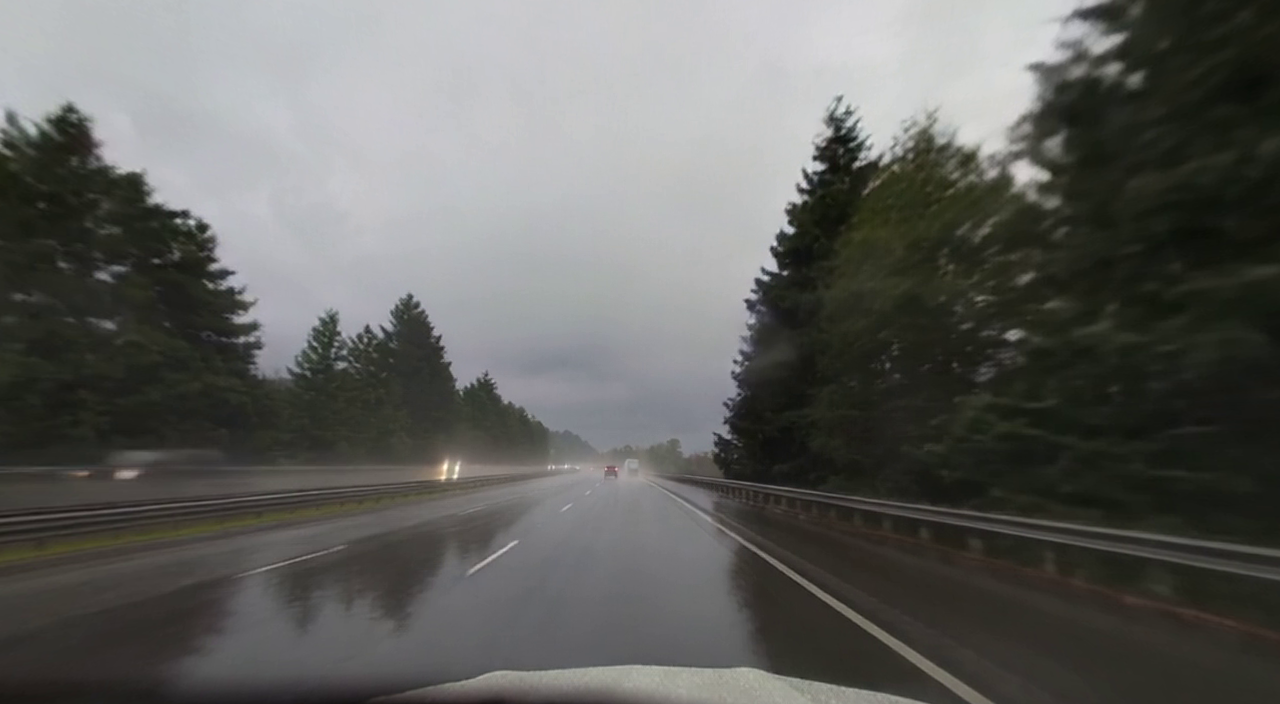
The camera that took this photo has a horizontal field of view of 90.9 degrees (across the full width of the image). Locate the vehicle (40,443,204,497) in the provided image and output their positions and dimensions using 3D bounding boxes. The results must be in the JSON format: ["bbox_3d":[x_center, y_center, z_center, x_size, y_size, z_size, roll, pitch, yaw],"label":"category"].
[{"bbox_3d":[-16.322,3.775,20.182,1.832,1.501,3.975,1,-11,0],"label":"vehicle"}]
